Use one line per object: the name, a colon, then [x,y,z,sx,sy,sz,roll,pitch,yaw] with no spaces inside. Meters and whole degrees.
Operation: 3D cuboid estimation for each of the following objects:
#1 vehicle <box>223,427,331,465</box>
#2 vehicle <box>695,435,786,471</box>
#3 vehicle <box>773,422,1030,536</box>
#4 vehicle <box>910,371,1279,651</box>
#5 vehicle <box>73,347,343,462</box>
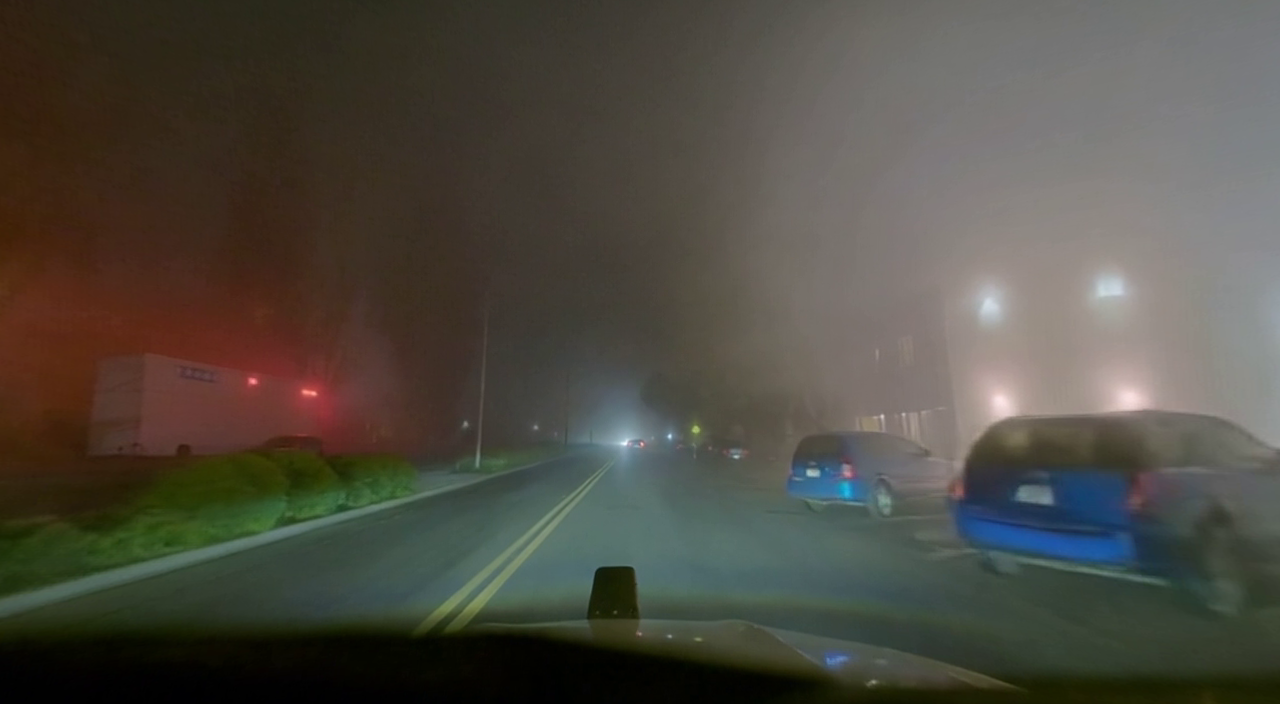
vehicle: [-15.553,4.074,27.315,1.909,1.465,4.758,0,-8,-1]
vehicle: [4.559,4.520,28.504,3.896,1.488,1.868,6,-10,-38]
vehicle: [4.518,1.977,10.546,4.720,1.487,1.876,6,-10,-39]
vehicle: [4.781,1.233,5.976,4.585,1.660,1.969,6,-10,-37]
vehicle: [-18.910,2.879,29.831,3.054,4.140,14.110,-1,-8,-1]
